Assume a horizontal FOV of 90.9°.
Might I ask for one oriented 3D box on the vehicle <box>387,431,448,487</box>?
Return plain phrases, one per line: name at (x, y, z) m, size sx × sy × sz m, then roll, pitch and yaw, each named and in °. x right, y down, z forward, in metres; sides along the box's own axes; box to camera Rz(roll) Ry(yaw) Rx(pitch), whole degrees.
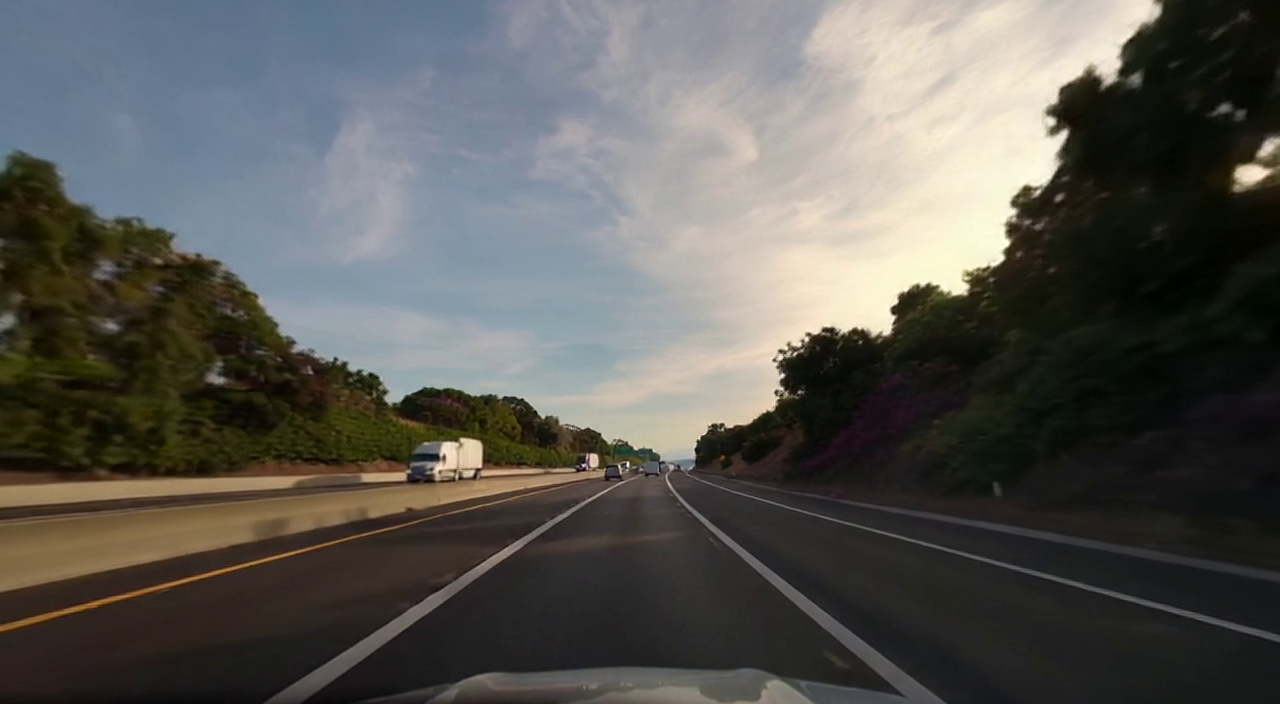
vehicle at (-16.566, 8.046, 47.247) m, size 2.947 × 3.901 × 3.604 m, roll 1°, pitch -11°, yaw 2°
